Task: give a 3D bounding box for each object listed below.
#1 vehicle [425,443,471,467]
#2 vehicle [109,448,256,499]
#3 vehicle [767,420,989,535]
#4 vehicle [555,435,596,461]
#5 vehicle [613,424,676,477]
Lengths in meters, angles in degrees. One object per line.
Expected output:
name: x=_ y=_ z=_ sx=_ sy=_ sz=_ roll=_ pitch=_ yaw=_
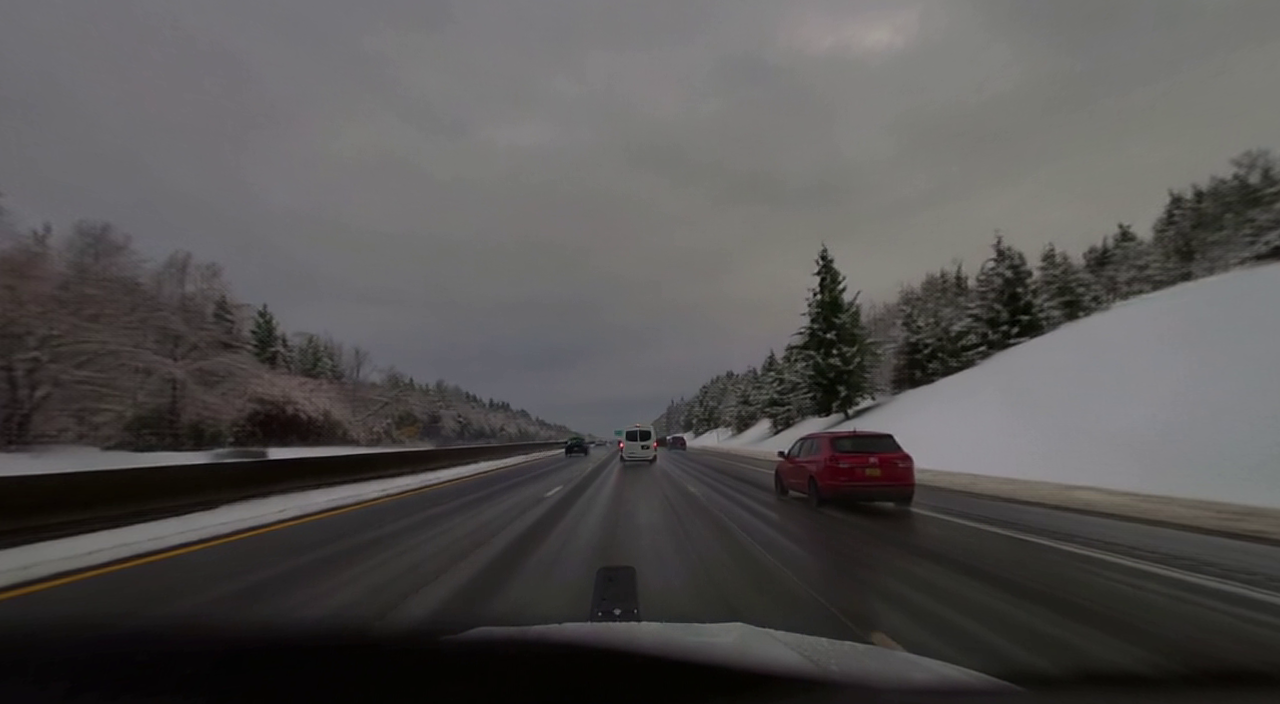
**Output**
vehicle: x=-12.222 y=6.556 z=40.350 sx=1.904 sy=1.452 sz=3.703 roll=0 pitch=-7 yaw=-2
vehicle: x=-15.456 y=4.077 z=21.627 sx=1.940 sy=1.466 sz=4.157 roll=0 pitch=-8 yaw=-1
vehicle: x=3.757 y=2.043 z=11.061 sx=1.923 sy=1.562 sz=4.691 roll=0 pitch=-8 yaw=-2
vehicle: x=-3.957 y=5.991 z=39.501 sx=2.093 sy=1.517 sz=4.648 roll=0 pitch=-8 yaw=0
vehicle: x=0.105 y=3.658 z=23.732 sx=2.159 sy=1.811 sz=4.238 roll=0 pitch=-8 yaw=-1
